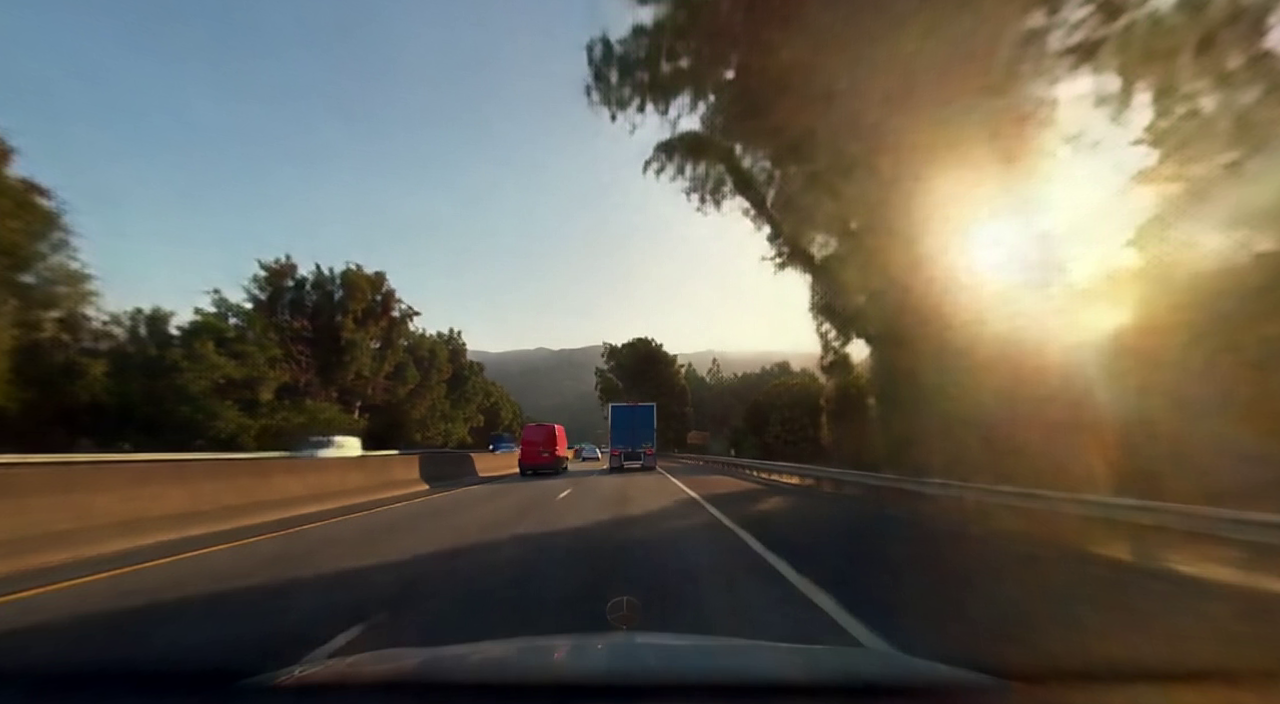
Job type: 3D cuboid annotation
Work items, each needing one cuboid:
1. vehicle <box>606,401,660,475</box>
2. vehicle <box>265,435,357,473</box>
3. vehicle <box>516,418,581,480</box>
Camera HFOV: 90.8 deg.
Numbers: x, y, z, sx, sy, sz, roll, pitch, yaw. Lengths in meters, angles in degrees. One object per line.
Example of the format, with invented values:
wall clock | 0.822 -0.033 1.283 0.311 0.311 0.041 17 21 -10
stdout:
vehicle | -0.463 5.556 39.977 2.995 4.036 10.311 0 -9 -1
vehicle | -13.679 4.266 26.500 1.766 1.459 3.806 0 -9 1
vehicle | -4.404 4.857 31.541 2.357 2.786 6.144 0 -9 -1
